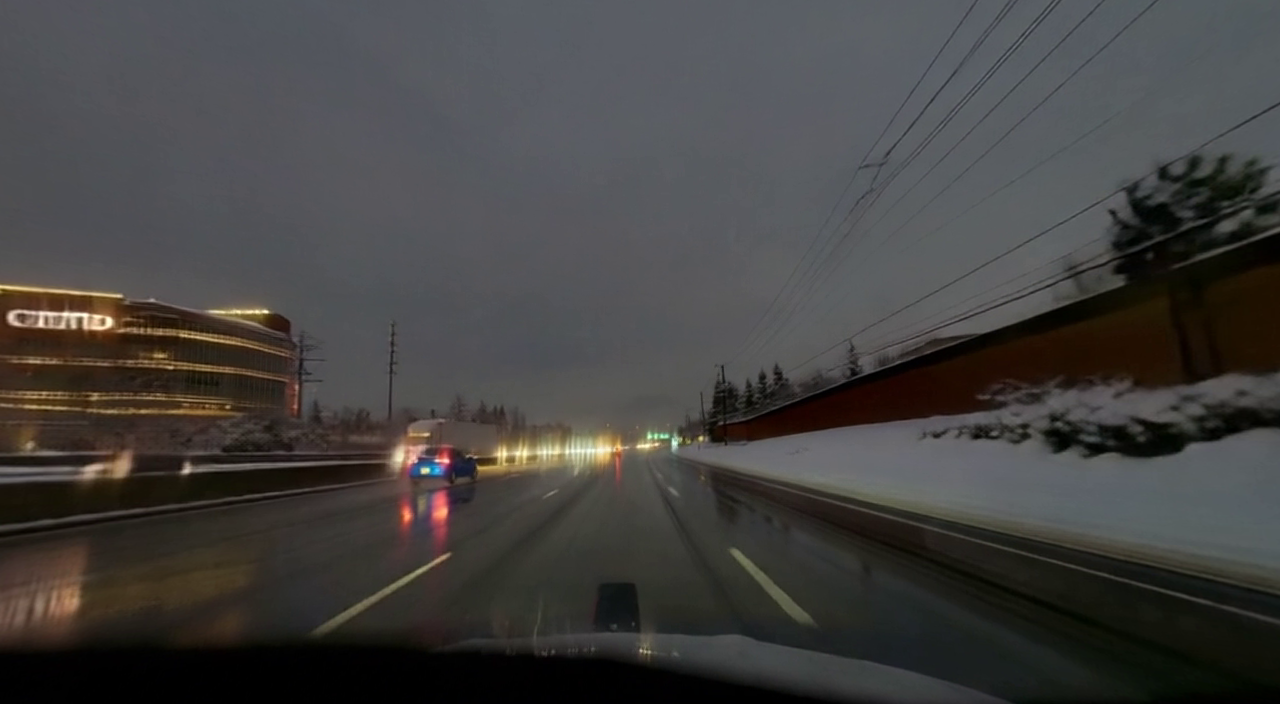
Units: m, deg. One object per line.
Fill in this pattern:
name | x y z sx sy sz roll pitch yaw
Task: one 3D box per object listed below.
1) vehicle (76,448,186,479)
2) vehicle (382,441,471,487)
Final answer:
vehicle | -25.878 5.671 32.356 1.917 1.431 4.473 0 -9 0
vehicle | -7.980 4.218 24.046 2.013 1.574 3.923 0 -9 0
